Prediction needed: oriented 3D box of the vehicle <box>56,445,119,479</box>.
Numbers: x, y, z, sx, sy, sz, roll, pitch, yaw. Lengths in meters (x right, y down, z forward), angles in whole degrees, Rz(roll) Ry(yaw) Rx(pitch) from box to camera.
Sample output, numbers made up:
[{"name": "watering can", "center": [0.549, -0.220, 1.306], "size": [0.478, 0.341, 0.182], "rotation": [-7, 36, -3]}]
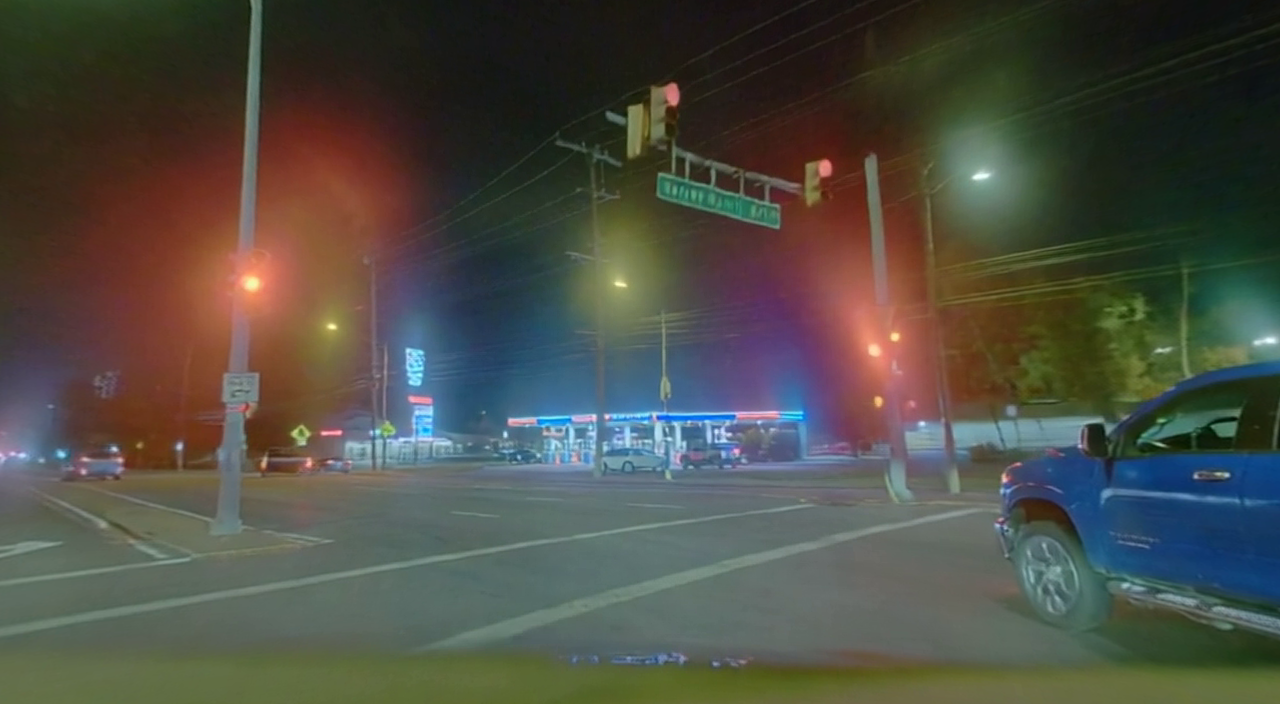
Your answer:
[{"name": "vehicle", "center": [-30.940, 6.089, 35.227], "size": [4.498, 1.725, 1.921], "rotation": [-7, -11, 41]}]

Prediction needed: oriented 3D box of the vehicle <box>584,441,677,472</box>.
[{"name": "vehicle", "center": [-0.438, 5.485, 33.394], "size": [4.661, 1.480, 1.913], "rotation": [6, -10, -36]}]

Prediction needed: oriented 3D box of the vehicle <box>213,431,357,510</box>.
[{"name": "vehicle", "center": [-9.935, 3.156, 17.448], "size": [2.141, 1.842, 4.889], "rotation": [8, -11, -44]}]

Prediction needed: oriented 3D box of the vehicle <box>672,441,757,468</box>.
[{"name": "vehicle", "center": [4.217, 5.792, 35.854], "size": [4.495, 1.399, 1.715], "rotation": [3, -9, -20]}]

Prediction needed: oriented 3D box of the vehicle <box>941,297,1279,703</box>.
[{"name": "vehicle", "center": [3.564, 0.654, 2.155], "size": [2.036, 1.818, 5.192], "rotation": [1, -8, -6]}]

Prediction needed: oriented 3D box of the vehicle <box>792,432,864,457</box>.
[{"name": "vehicle", "center": [13.804, 6.792, 46.426], "size": [4.669, 1.726, 1.883], "rotation": [-7, -11, 42]}]
